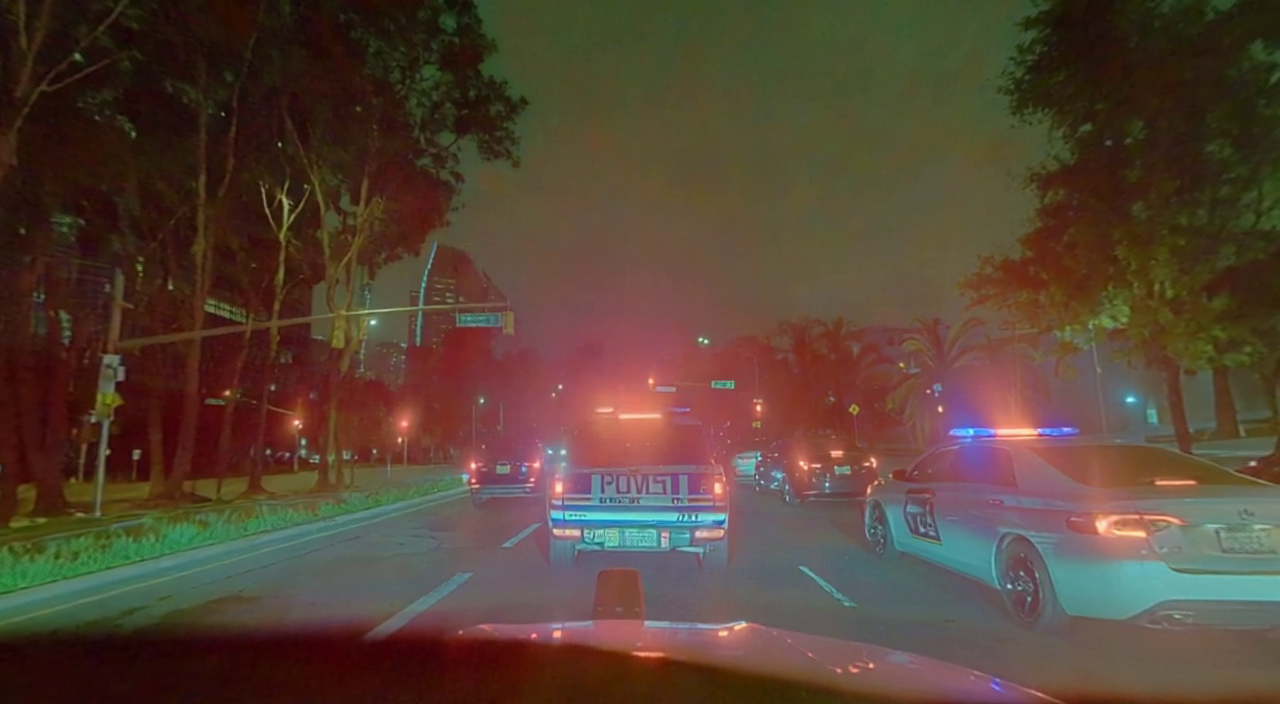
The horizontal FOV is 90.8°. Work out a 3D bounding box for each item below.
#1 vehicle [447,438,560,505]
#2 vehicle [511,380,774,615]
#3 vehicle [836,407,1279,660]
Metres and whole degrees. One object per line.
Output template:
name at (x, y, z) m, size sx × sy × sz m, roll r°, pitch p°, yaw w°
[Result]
vehicle at (-3.306, 2.977, 16.209) m, size 1.913 × 1.464 × 4.276 m, roll 0°, pitch -8°, yaw 0°
vehicle at (-0.029, 1.456, 7.256) m, size 2.038 × 1.819 × 4.505 m, roll 0°, pitch -8°, yaw -1°
vehicle at (3.650, 1.409, 6.078) m, size 1.995 × 1.483 × 4.533 m, roll 0°, pitch -8°, yaw -1°
